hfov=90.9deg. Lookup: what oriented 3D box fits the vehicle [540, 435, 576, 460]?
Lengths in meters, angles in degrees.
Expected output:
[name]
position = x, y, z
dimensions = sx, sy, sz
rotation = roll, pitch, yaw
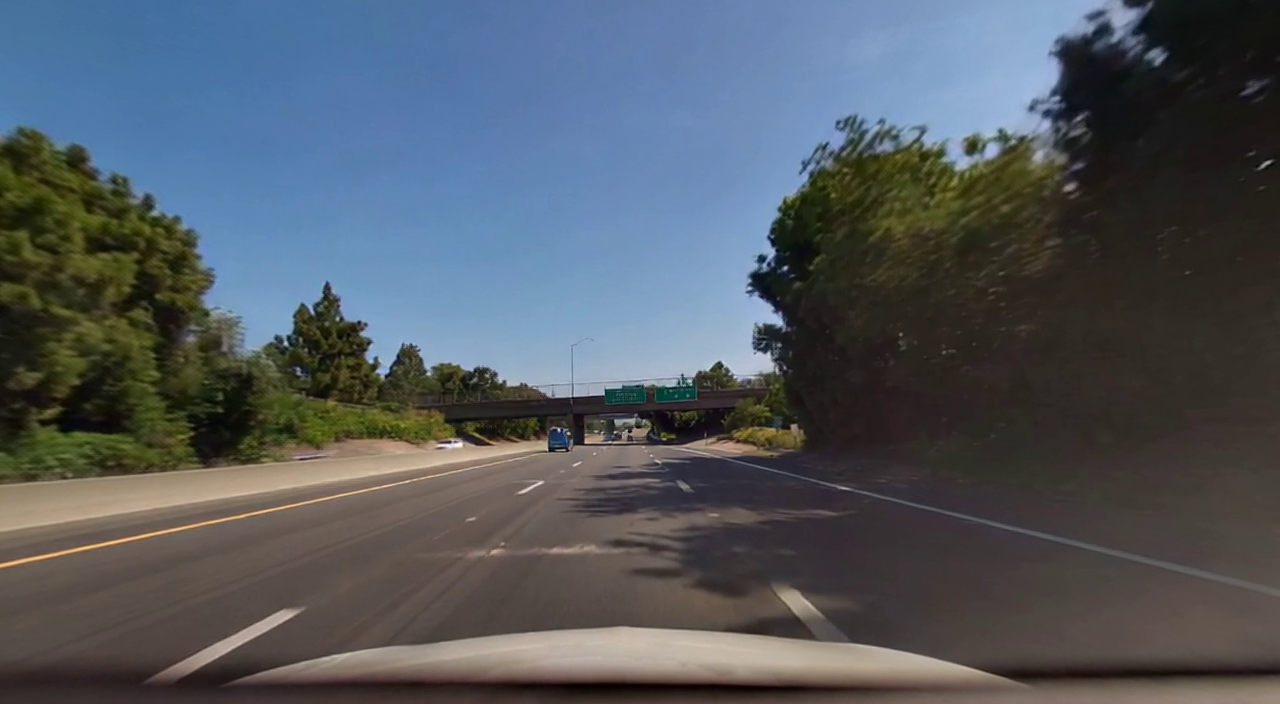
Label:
[vehicle]
position = -5.141, 6.045, 40.013
dimensions = 1.871, 1.489, 4.093
rotation = 0, -8, -1
